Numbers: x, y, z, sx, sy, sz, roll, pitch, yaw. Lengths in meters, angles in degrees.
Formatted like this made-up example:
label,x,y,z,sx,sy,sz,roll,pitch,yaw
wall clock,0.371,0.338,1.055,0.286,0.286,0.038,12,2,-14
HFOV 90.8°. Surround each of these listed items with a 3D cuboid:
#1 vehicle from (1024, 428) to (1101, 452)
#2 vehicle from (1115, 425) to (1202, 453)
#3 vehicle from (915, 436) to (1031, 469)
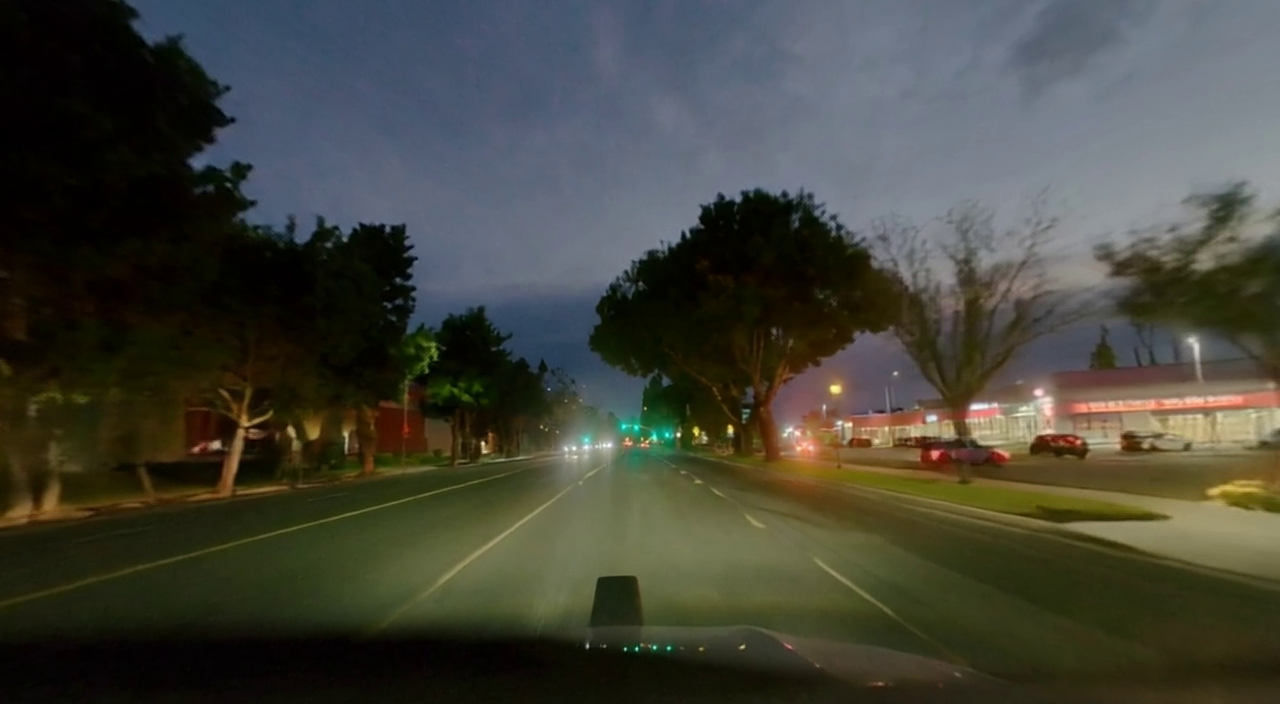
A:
label,x,y,z,sx,sy,sz,roll,pitch,yaw
vehicle,31.533,6.591,47.414,2.015,1.681,5.292,0,-8,-2
vehicle,34.342,5.817,42.045,1.843,1.774,4.626,0,-8,0
vehicle,16.767,5.075,31.968,4.665,1.570,2.080,0,-8,0
